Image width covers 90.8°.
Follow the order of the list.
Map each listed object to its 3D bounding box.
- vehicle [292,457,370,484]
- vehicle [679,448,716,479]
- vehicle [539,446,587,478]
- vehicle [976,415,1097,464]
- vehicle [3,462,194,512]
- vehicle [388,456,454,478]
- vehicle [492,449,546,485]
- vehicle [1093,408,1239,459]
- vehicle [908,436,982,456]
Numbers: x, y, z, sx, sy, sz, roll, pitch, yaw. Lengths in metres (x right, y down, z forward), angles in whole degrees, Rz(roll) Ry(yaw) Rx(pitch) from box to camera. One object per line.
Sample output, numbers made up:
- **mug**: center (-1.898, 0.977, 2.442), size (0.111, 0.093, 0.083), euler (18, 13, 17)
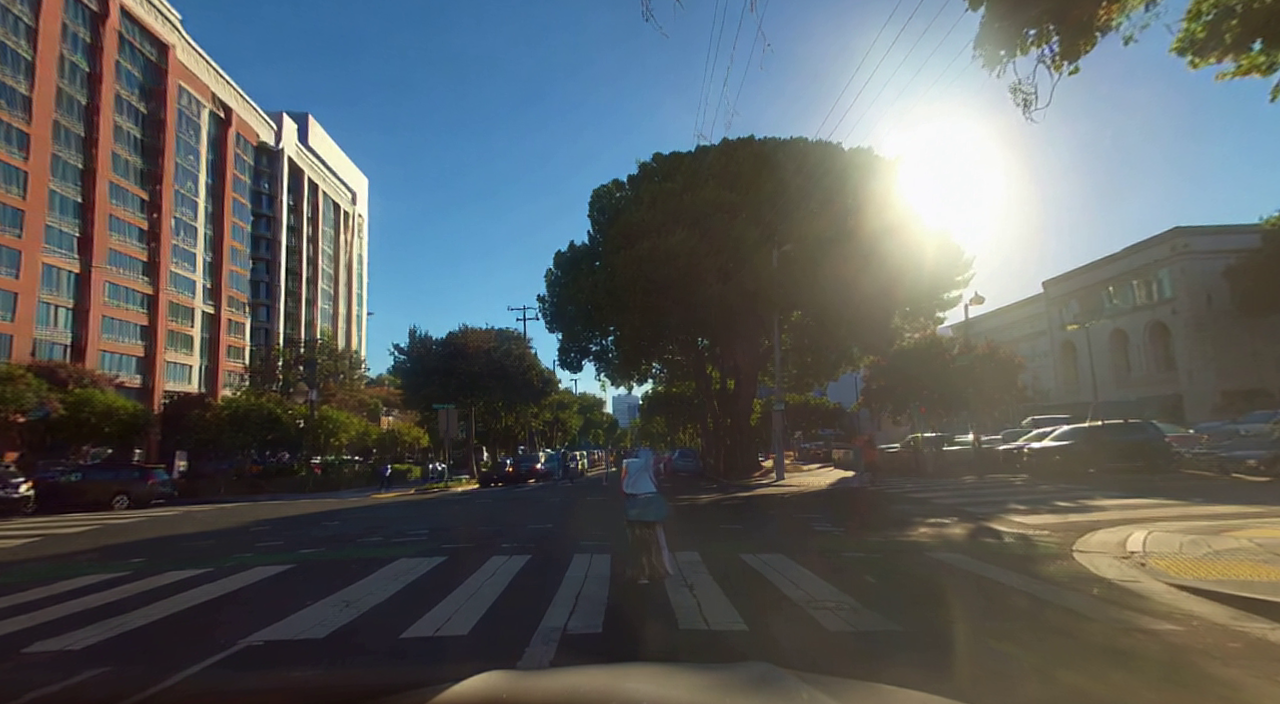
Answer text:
- **vehicle**: center (-23.206, 8.897, 47.533), size (4.844, 1.836, 2.117), euler (-1, -8, 6)
- **vehicle**: center (3.198, 6.169, 35.217), size (1.942, 1.603, 3.785), euler (-1, -8, 5)
- **vehicle**: center (-4.474, 6.500, 37.383), size (2.102, 1.768, 4.290), euler (-1, -10, 2)
- **vehicle**: center (16.744, 3.791, 27.001), size (2.041, 1.921, 4.574), euler (0, -9, -2)
- **vehicle**: center (-17.316, 4.316, 20.377), size (4.439, 1.448, 1.793), euler (0, -9, 0)
- **vehicle**: center (-16.389, 8.627, 47.323), size (4.203, 1.544, 1.889), euler (-1, -8, 2)
- **vehicle**: center (-7.615, 7.250, 40.256), size (2.193, 1.814, 5.061), euler (-9, -8, 0)
- **vehicle**: center (22.305, 3.533, 27.147), size (2.137, 1.962, 4.988), euler (-1, -8, 3)
- **vehicle**: center (23.016, 7.087, 47.775), size (4.528, 1.475, 2.070), euler (0, -8, 3)
